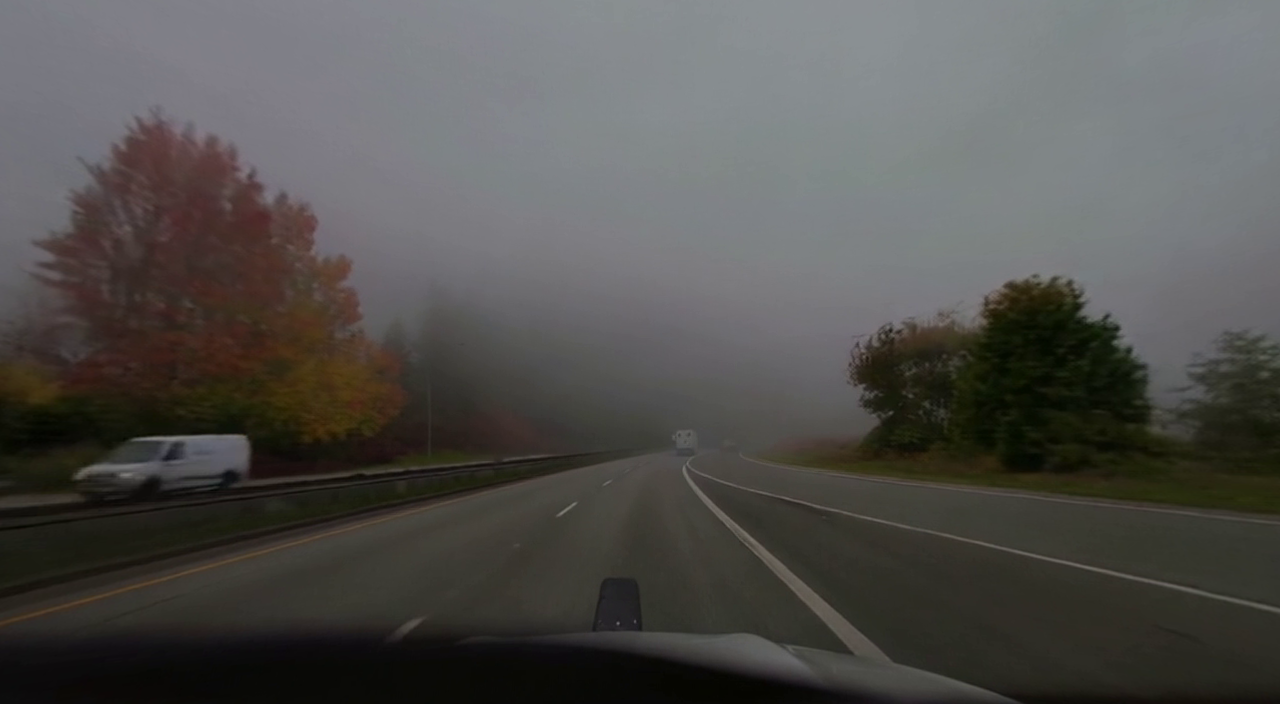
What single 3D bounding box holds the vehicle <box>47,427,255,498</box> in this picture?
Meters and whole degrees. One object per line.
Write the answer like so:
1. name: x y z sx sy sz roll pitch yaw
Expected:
1. vehicle: -15.187 3.467 20.009 2.089 1.939 5.262 -1 -9 4
